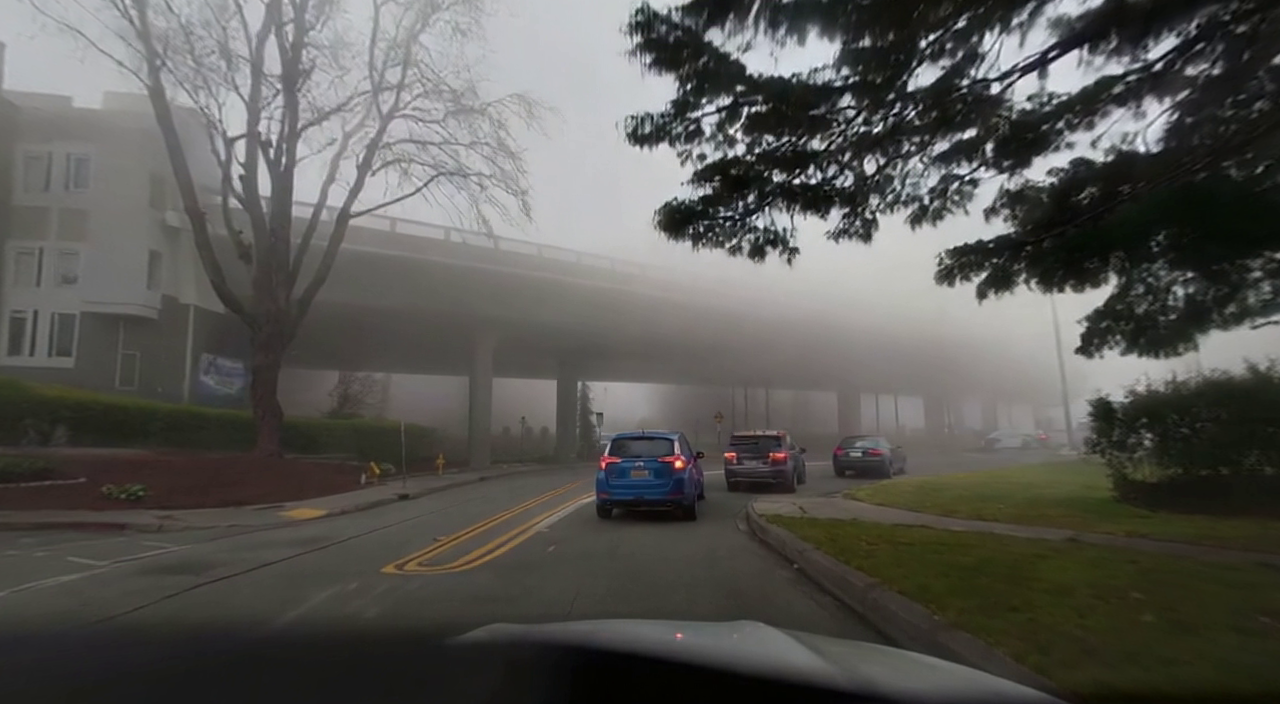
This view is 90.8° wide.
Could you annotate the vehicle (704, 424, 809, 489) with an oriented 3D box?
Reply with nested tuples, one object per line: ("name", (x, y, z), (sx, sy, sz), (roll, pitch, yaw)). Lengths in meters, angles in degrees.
("vehicle", (4.026, 3.451, 21.176), (2.241, 1.885, 4.771), (-3, -9, 26))

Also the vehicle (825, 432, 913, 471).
("vehicle", (11.200, 4.829, 30.792), (4.310, 1.762, 1.995), (7, -11, -39))

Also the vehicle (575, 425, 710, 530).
("vehicle", (0.279, 2.263, 12.070), (2.087, 1.578, 4.652), (-1, -8, 6))
